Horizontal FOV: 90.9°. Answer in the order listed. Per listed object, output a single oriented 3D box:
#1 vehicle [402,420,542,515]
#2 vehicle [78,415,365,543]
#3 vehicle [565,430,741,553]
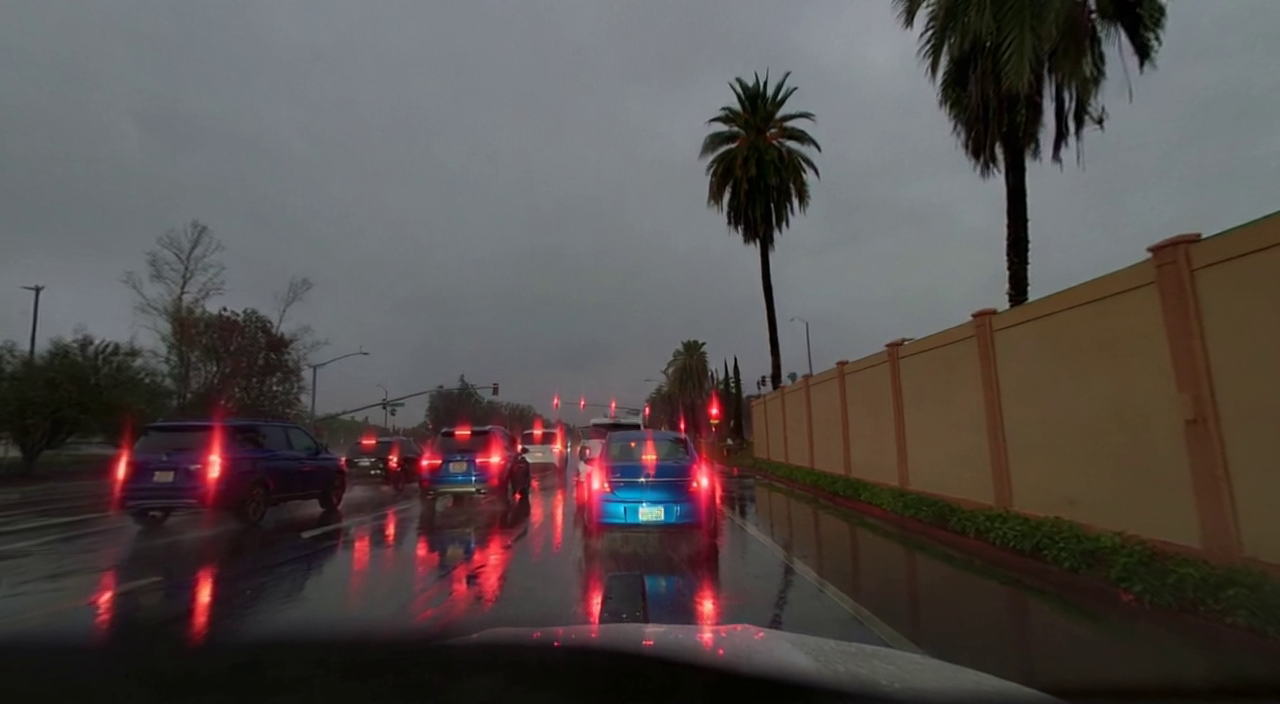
[{"bbox_3d":[-3.450,2.462,13.846,2.007,1.746,4.136,0,-8,-2],"label":"vehicle"},{"bbox_3d":[-6.683,2.067,10.883,1.963,1.721,4.467,0,-8,-2],"label":"vehicle"},{"bbox_3d":[0.072,2.008,9.832,2.128,1.473,4.272,0,-8,-2],"label":"vehicle"}]
